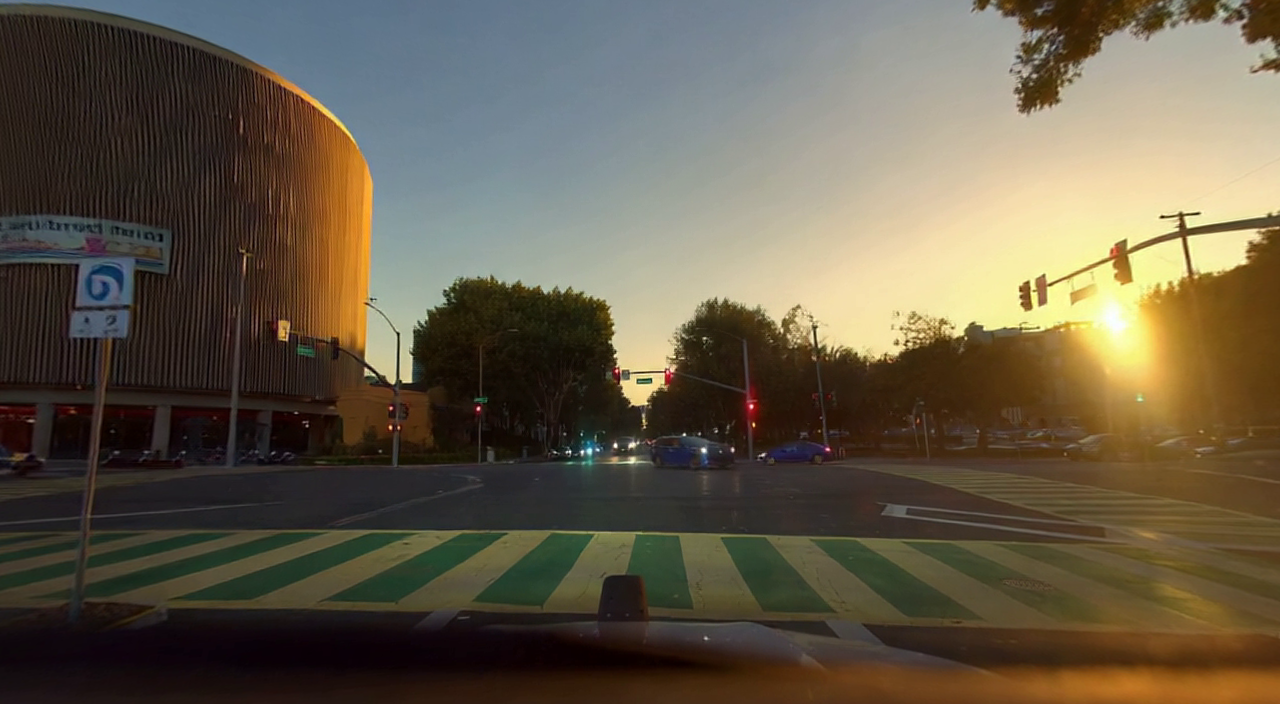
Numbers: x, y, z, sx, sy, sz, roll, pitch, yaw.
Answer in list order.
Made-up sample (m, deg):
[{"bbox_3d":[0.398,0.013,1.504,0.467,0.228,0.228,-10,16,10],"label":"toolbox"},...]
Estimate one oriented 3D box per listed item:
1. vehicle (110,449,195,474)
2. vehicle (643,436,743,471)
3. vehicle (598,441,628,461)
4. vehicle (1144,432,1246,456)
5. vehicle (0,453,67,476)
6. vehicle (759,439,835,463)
[{"bbox_3d":[-33.033,7.402,42.769,4.136,1.661,1.857,0,-8,1],"label":"vehicle"},{"bbox_3d":[2.350,4.721,29.517,2.280,1.454,4.836,5,-10,-31],"label":"vehicle"},{"bbox_3d":[-2.079,7.747,49.260,2.057,1.467,4.354,0,-8,2],"label":"vehicle"},{"bbox_3d":[36.196,6.016,41.169,4.767,1.456,1.858,-1,-8,3],"label":"vehicle"},{"bbox_3d":[-41.619,7.634,42.789,3.698,1.467,1.779,0,-8,1],"label":"vehicle"},{"bbox_3d":[9.869,6.294,39.976,4.529,1.457,1.981,-2,-9,11],"label":"vehicle"}]
